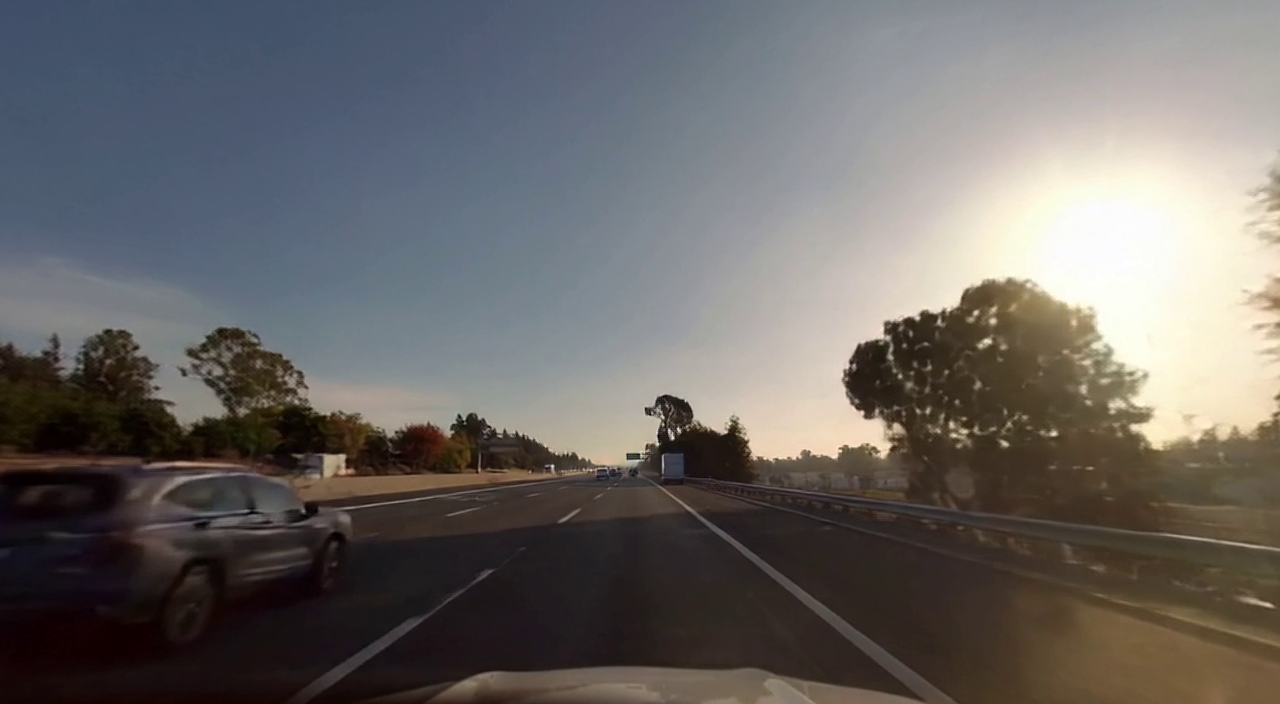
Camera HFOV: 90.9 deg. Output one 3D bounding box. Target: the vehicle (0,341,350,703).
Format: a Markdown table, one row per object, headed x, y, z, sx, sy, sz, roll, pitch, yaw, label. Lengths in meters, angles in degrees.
| x | y | z | sx | sy | sz | roll | pitch | yaw | label |
| --- | --- | --- | --- | --- | --- | --- | --- | --- | --- |
| -3.842 | 1.027 | 3.581 | 2.036 | 1.835 | 4.888 | 1 | -10 | 0 | vehicle |
